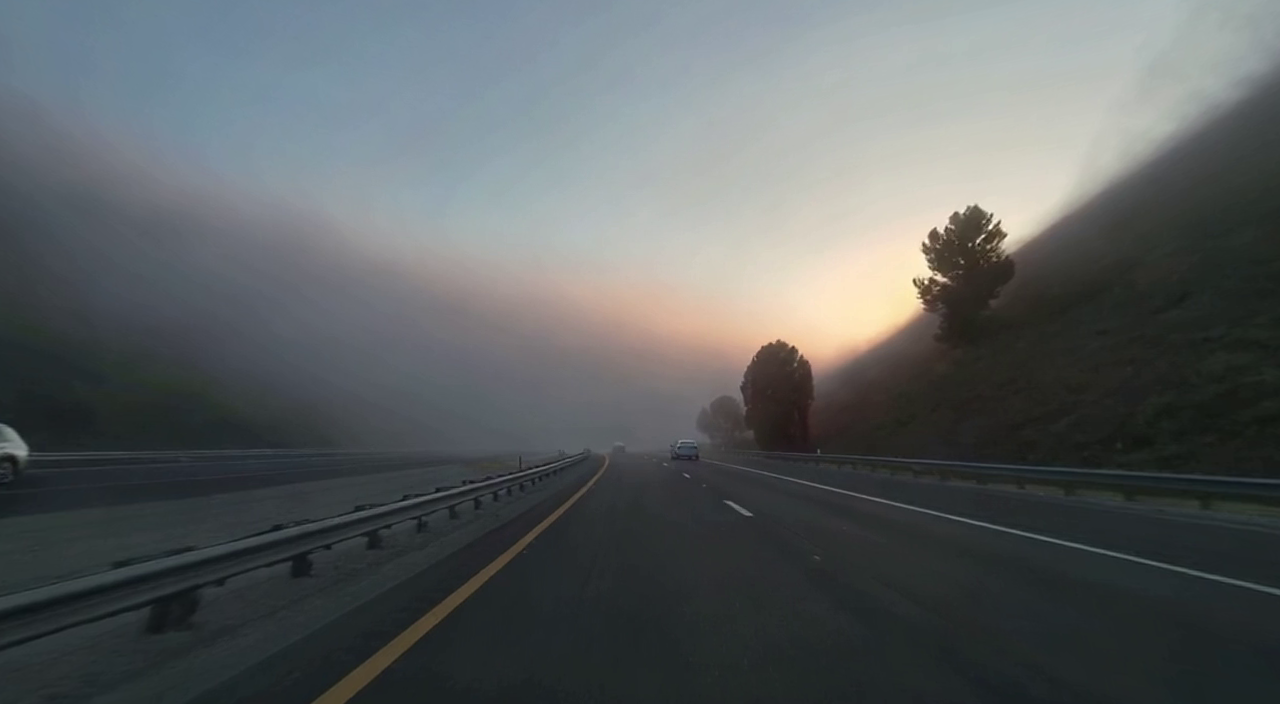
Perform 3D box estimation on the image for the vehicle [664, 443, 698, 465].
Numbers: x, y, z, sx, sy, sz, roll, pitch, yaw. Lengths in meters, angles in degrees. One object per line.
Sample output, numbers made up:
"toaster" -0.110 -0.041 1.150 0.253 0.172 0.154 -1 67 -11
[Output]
"vehicle" 2.998 7.570 47.143 1.960 1.516 4.657 0 -8 -3
